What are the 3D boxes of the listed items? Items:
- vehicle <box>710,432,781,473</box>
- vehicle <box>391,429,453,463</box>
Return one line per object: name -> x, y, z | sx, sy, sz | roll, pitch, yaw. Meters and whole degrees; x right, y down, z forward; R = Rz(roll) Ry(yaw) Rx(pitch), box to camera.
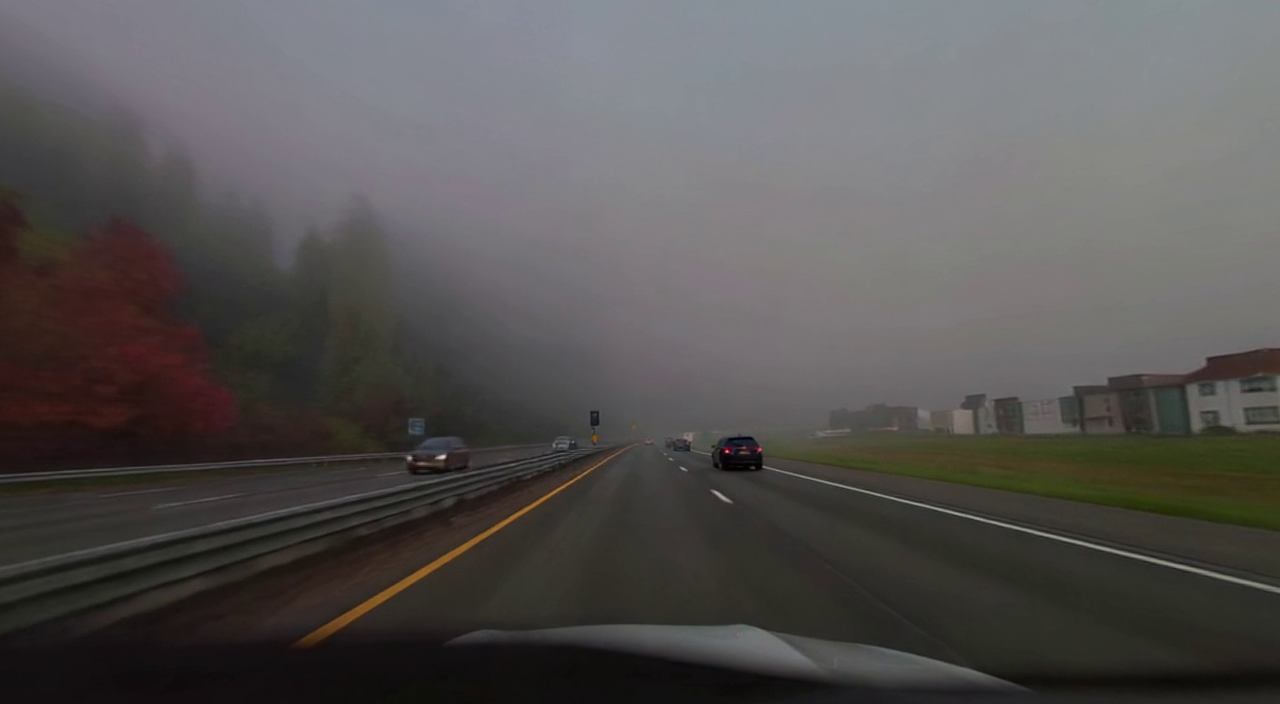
vehicle -> 4.155, 4.019, 25.410 | 2.024, 1.516, 4.197 | 0, -8, -1
vehicle -> -13.202, 5.709, 38.324 | 2.025, 1.874, 4.956 | 0, -8, -1
